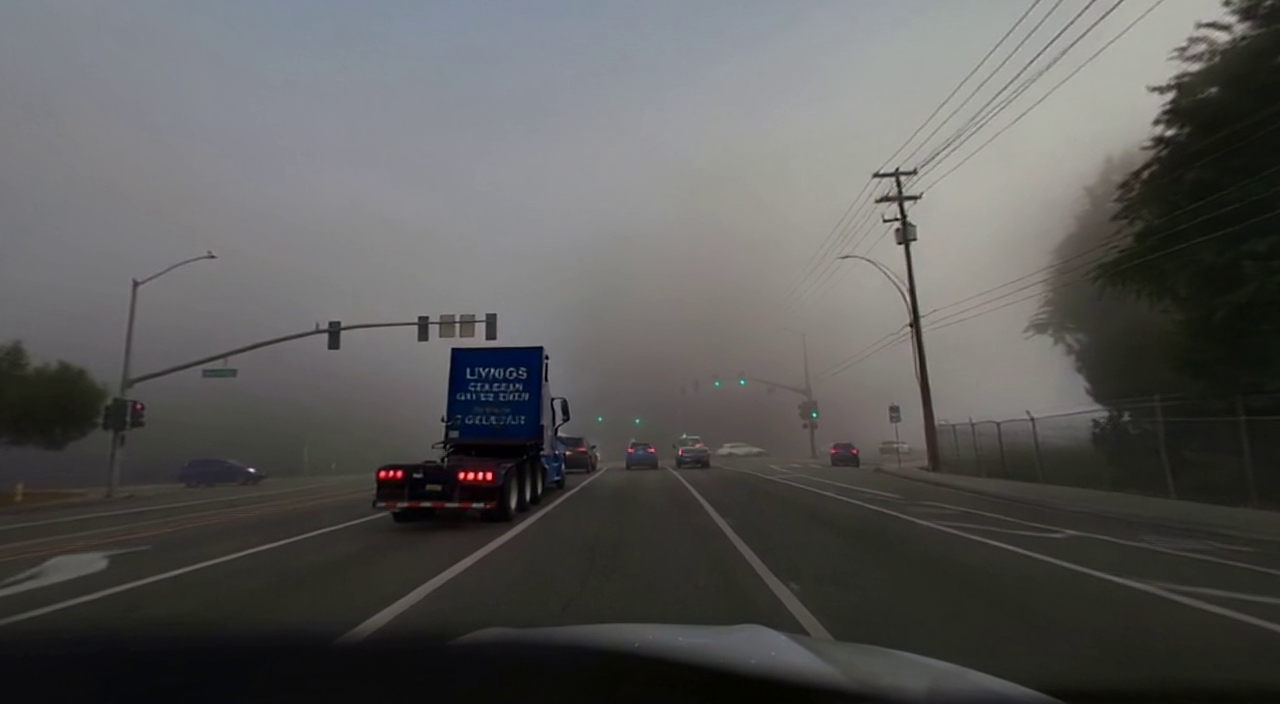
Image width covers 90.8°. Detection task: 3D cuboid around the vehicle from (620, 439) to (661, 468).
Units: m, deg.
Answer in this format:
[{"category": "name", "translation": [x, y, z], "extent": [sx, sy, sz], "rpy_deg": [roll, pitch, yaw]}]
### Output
[{"category": "vehicle", "translation": [0.018, 5.571, 34.923], "extent": [2.117, 1.499, 4.036], "rpy_deg": [0, -8, -1]}]

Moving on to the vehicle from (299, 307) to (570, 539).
[{"category": "vehicle", "translation": [-3.399, 1.599, 13.324], "extent": [2.889, 3.347, 8.285], "rpy_deg": [0, -8, 0]}]

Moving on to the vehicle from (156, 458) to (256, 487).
[{"category": "vehicle", "translation": [-27.633, 7.681, 40.425], "extent": [4.718, 1.630, 2.087], "rpy_deg": [2, -9, -14]}]

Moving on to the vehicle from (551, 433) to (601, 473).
[{"category": "vehicle", "translation": [-3.133, 5.070, 31.894], "extent": [1.994, 1.806, 4.564], "rpy_deg": [0, -8, 1]}]

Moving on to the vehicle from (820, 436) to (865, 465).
[{"category": "vehicle", "translation": [12.350, 5.940, 38.260], "extent": [2.102, 1.662, 4.533], "rpy_deg": [-4, -9, 23]}]

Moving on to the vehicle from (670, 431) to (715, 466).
[{"category": "vehicle", "translation": [2.932, 5.552, 36.332], "extent": [2.086, 1.849, 4.607], "rpy_deg": [0, -8, -1]}]
